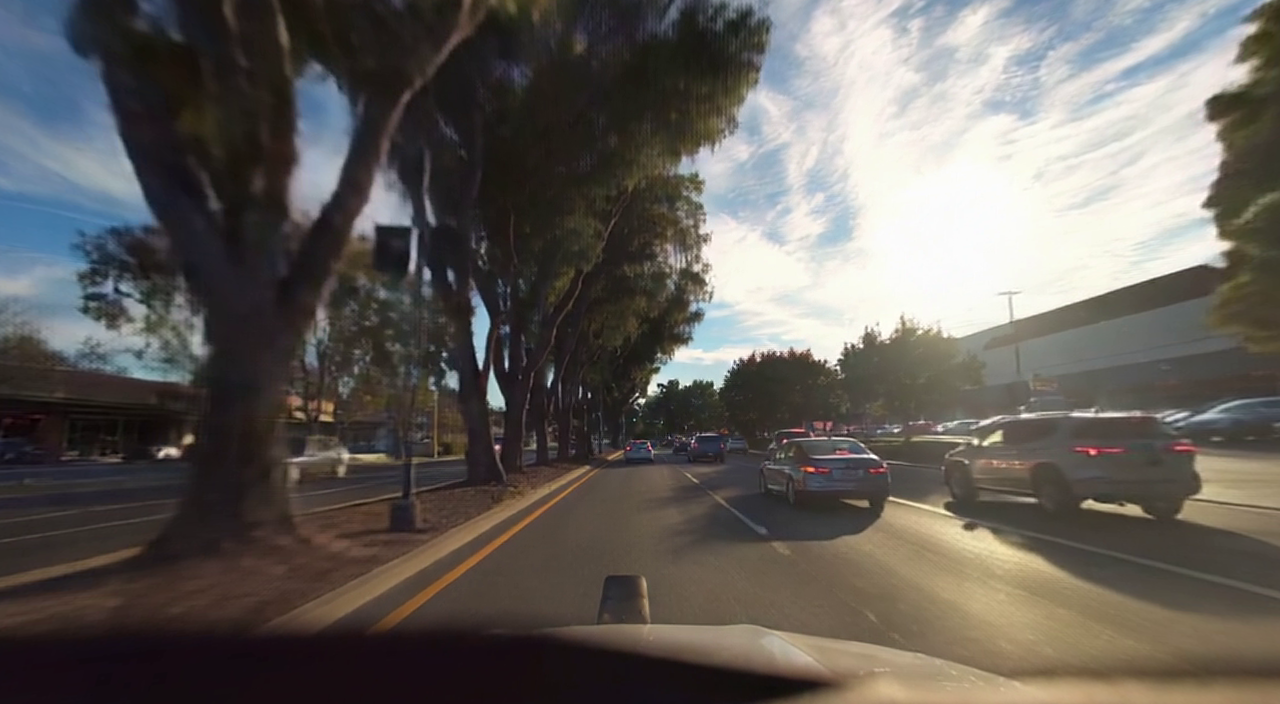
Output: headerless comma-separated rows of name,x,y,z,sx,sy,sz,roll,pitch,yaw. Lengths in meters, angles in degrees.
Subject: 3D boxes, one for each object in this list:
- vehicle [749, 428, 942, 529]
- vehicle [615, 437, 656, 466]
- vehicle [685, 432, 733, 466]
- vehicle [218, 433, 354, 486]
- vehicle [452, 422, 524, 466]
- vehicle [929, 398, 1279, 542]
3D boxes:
vehicle,3.474,2.239,11.726,2.010,1.490,4.639,0,-9,0
vehicle,-0.234,5.453,34.480,2.111,1.506,4.018,0,-9,0
vehicle,3.767,5.397,34.950,2.130,1.718,4.310,0,-9,-1
vehicle,-11.604,3.546,20.986,1.952,1.576,4.409,0,-9,0
vehicle,-8.102,5.016,34.163,2.396,2.216,5.698,0,-9,1
vehicle,7.222,1.892,10.639,2.188,1.840,5.050,0,-9,0
